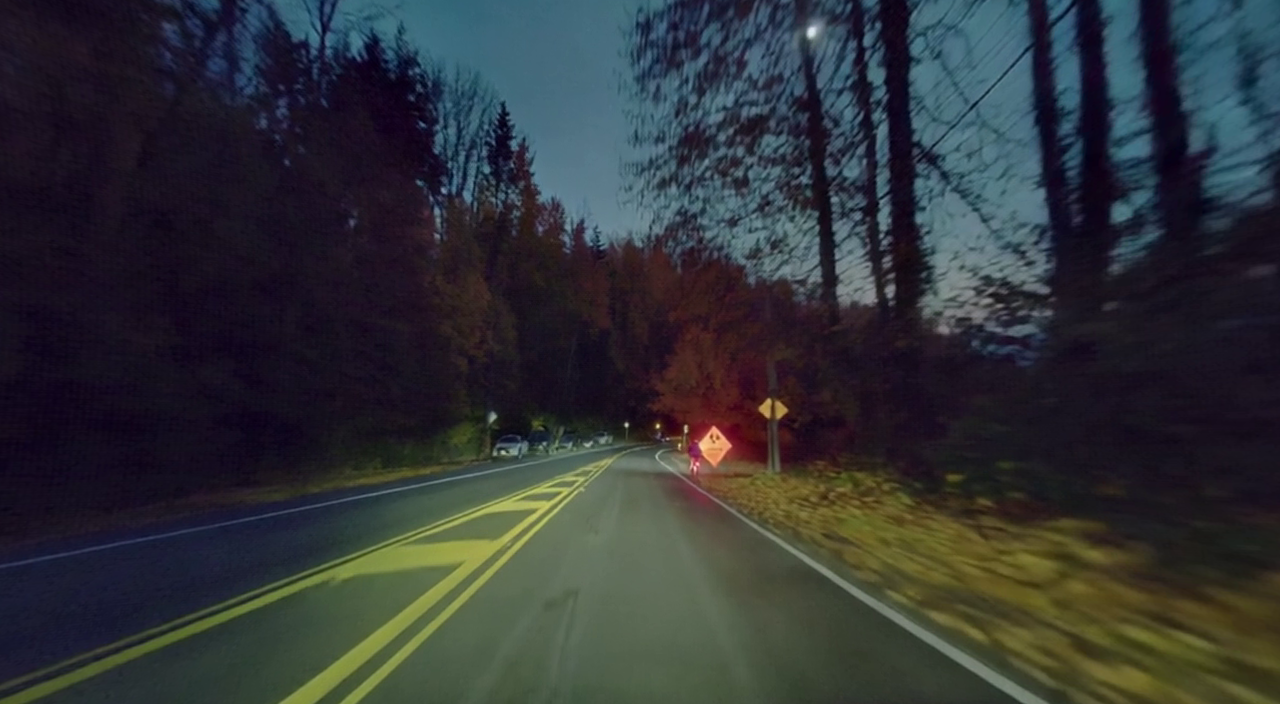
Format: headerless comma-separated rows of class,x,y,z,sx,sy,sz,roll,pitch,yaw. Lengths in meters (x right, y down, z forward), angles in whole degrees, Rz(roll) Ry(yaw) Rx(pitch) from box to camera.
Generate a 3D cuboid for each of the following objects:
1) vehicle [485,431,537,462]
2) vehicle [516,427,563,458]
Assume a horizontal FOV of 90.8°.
vehicle,-7.950,5.835,39.247,1.991,1.759,4.443,-3,-8,4
vehicle,-7.385,6.743,47.085,2.312,2.075,5.748,-3,-9,2
